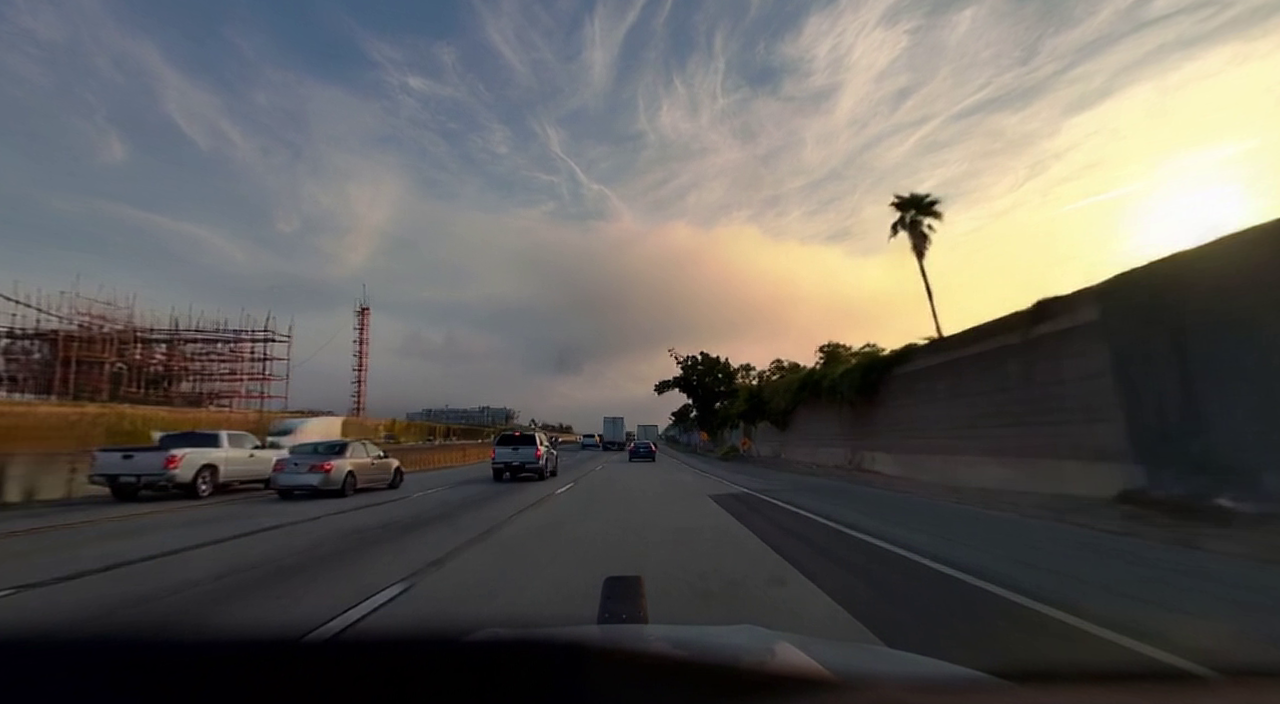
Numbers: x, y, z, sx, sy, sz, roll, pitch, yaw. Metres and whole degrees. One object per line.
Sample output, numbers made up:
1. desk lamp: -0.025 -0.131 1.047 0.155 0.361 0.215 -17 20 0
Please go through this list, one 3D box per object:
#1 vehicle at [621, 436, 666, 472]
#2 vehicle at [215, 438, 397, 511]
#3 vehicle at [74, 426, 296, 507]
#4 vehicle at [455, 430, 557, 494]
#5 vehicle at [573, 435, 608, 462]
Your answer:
1. vehicle: 0.181 5.196 32.279 2.136 1.678 4.052 0 -8 1
2. vehicle: -7.745 2.855 15.246 1.949 1.476 4.410 0 -8 1
3. vehicle: -11.763 2.975 16.927 2.077 1.829 5.101 0 -8 1
4. vehicle: -3.994 3.365 19.709 2.108 1.740 4.549 0 -8 1
5. vehicle: -3.725 7.355 48.179 2.203 1.958 4.848 0 -8 1
